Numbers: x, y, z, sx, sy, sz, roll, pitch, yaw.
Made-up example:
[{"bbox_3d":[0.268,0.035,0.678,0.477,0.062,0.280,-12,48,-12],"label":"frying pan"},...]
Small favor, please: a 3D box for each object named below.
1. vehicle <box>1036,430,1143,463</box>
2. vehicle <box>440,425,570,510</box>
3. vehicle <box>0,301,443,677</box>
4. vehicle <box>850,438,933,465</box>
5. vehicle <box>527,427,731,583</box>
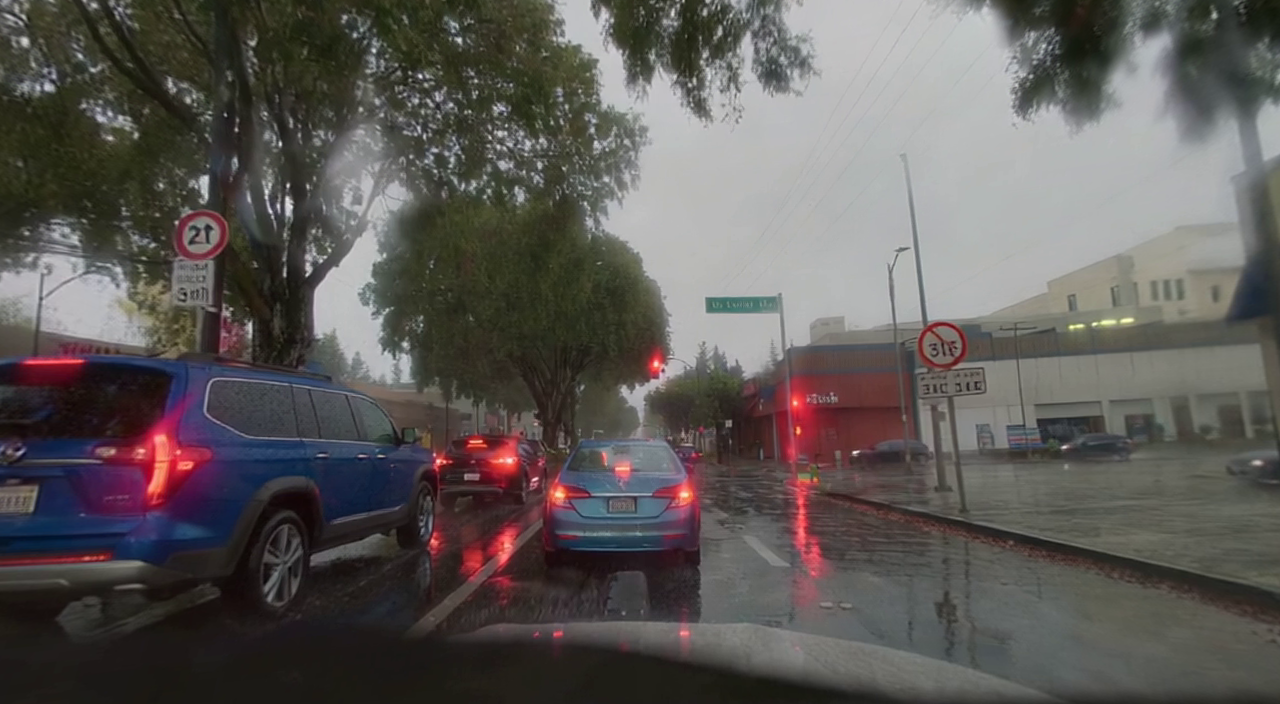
[{"bbox_3d":[24.455,5.181,34.326,4.116,1.719,2.069,-2,-9,13],"label":"vehicle"},{"bbox_3d":[-2.927,2.603,14.611,2.047,1.664,4.148,0,-8,1],"label":"vehicle"},{"bbox_3d":[-3.831,1.120,6.124,2.152,2.118,5.066,0,-8,0],"label":"vehicle"},{"bbox_3d":[14.224,5.671,35.704,3.924,1.447,2.039,-2,-9,9],"label":"vehicle"},{"bbox_3d":[-0.147,1.784,8.198,1.966,1.481,4.146,0,-8,-1],"label":"vehicle"}]
